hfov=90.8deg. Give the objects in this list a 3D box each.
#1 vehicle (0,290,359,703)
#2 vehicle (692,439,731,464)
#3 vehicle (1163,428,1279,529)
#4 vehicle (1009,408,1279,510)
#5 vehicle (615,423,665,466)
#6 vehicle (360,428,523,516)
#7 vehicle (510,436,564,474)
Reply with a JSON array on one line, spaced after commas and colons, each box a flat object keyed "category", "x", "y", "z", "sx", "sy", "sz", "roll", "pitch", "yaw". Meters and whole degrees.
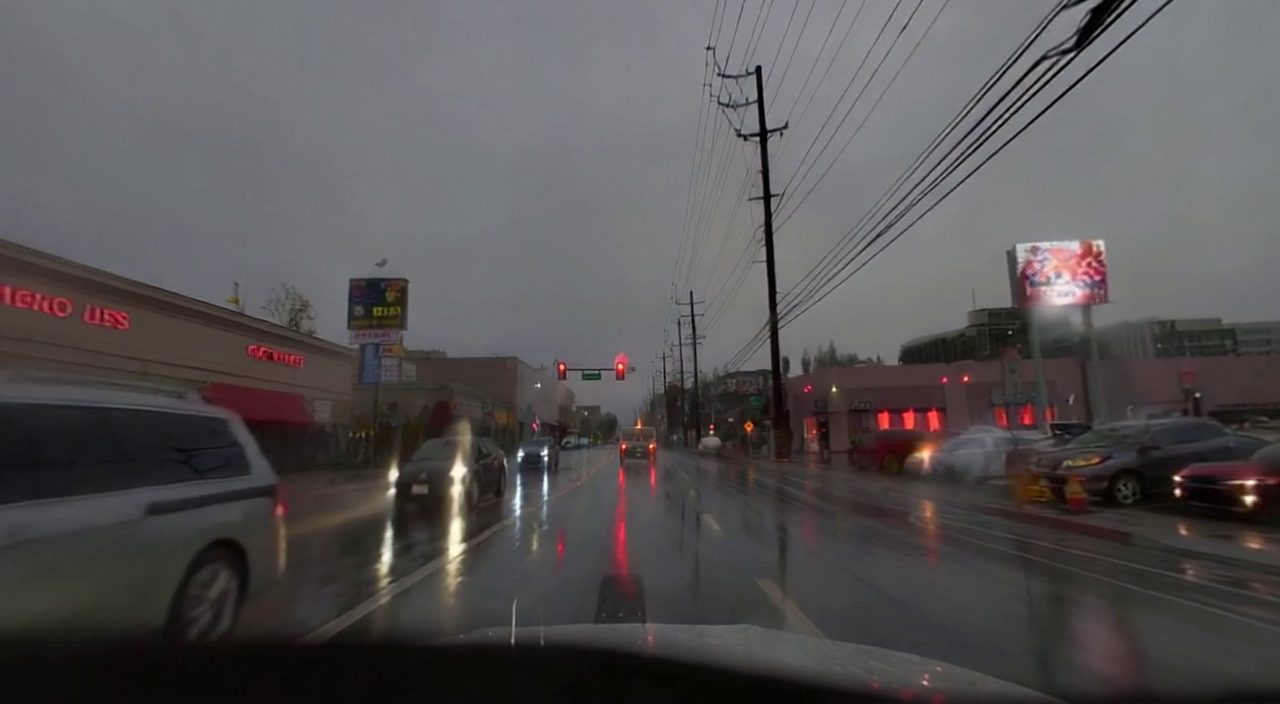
[{"category": "vehicle", "x": -3.708, "y": 0.798, "z": 3.038, "sx": 2.277, "sy": 1.904, "sz": 5.583, "roll": 0, "pitch": -9, "yaw": -2}, {"category": "vehicle", "x": 4.434, "y": 6.250, "z": 39.710, "sx": 1.926, "sy": 1.482, "sz": 4.442, "roll": 0, "pitch": -9, "yaw": 0}, {"category": "vehicle", "x": 11.467, "y": 1.985, "z": 10.221, "sx": 4.238, "sy": 1.464, "sz": 1.862, "roll": -1, "pitch": -9, "yaw": 2}, {"category": "vehicle", "x": 10.722, "y": 2.145, "z": 12.948, "sx": 4.937, "sy": 1.827, "sz": 2.042, "roll": -1, "pitch": -8, "yaw": 0}, {"category": "vehicle", "x": 0.034, "y": 5.428, "z": 37.046, "sx": 2.683, "sy": 2.295, "sz": 6.404, "roll": 0, "pitch": -9, "yaw": 0}, {"category": "vehicle", "x": -4.103, "y": 2.573, "z": 14.070, "sx": 2.033, "sy": 1.572, "sz": 4.939, "roll": 0, "pitch": -9, "yaw": 0}, {"category": "vehicle", "x": -4.656, "y": 4.717, "z": 29.054, "sx": 1.875, "sy": 1.595, "sz": 3.901, "roll": 0, "pitch": -9, "yaw": -1}]
